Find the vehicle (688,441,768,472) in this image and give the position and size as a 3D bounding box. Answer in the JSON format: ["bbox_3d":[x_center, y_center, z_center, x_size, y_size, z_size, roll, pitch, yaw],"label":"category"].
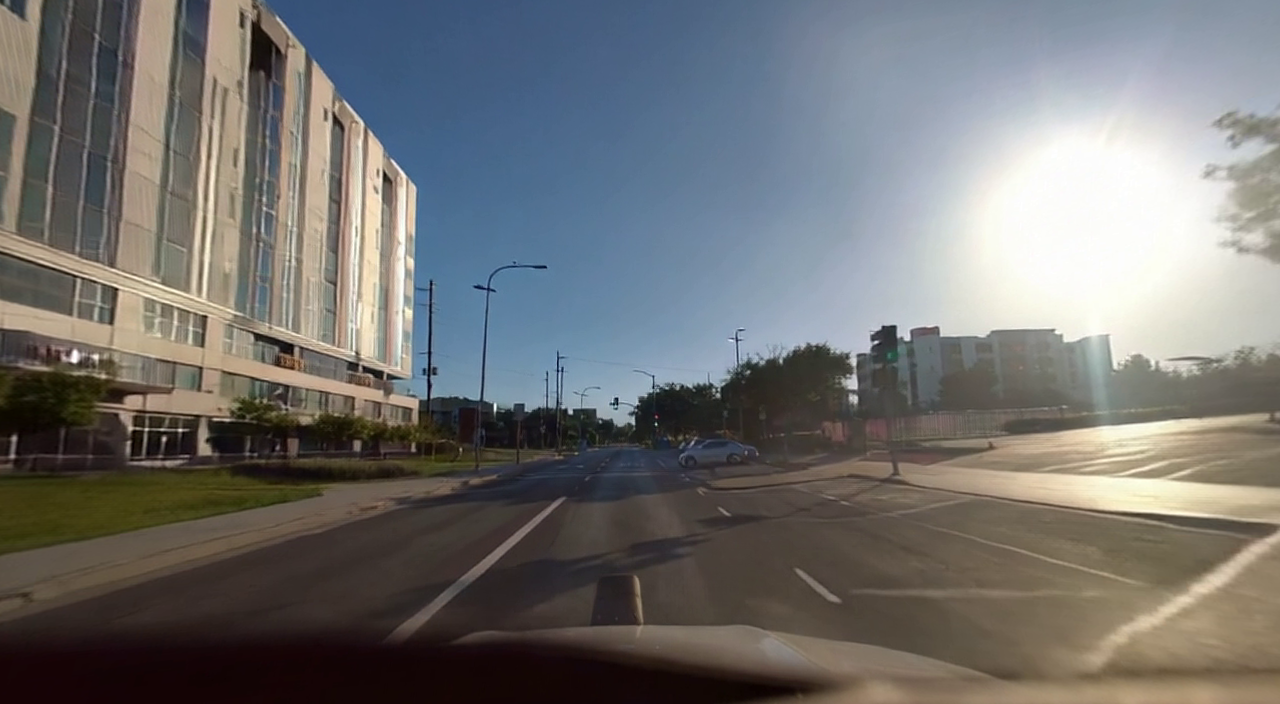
[{"bbox_3d":[4.642,5.457,33.154,3.844,1.524,1.847,5,-10,-31],"label":"vehicle"}]
